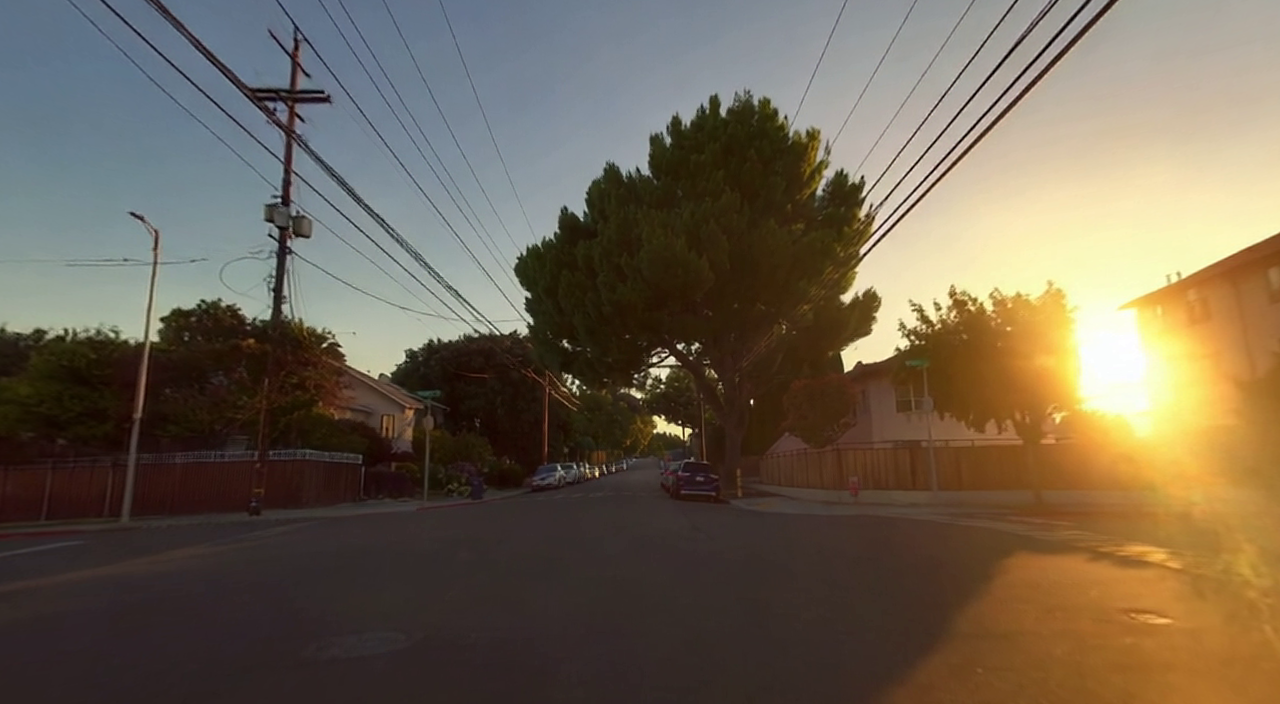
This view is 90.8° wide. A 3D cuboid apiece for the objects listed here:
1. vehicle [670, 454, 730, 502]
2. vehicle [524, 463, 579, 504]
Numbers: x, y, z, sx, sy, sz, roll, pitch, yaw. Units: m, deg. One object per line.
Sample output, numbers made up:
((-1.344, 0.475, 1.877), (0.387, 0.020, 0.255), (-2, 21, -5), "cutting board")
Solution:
((2.572, 5.524, 28.092), (2.051, 1.874, 4.459), (0, -8, -2), "vehicle")
((-4.310, 6.499, 31.594), (2.189, 1.771, 4.571), (0, -9, -1), "vehicle")
